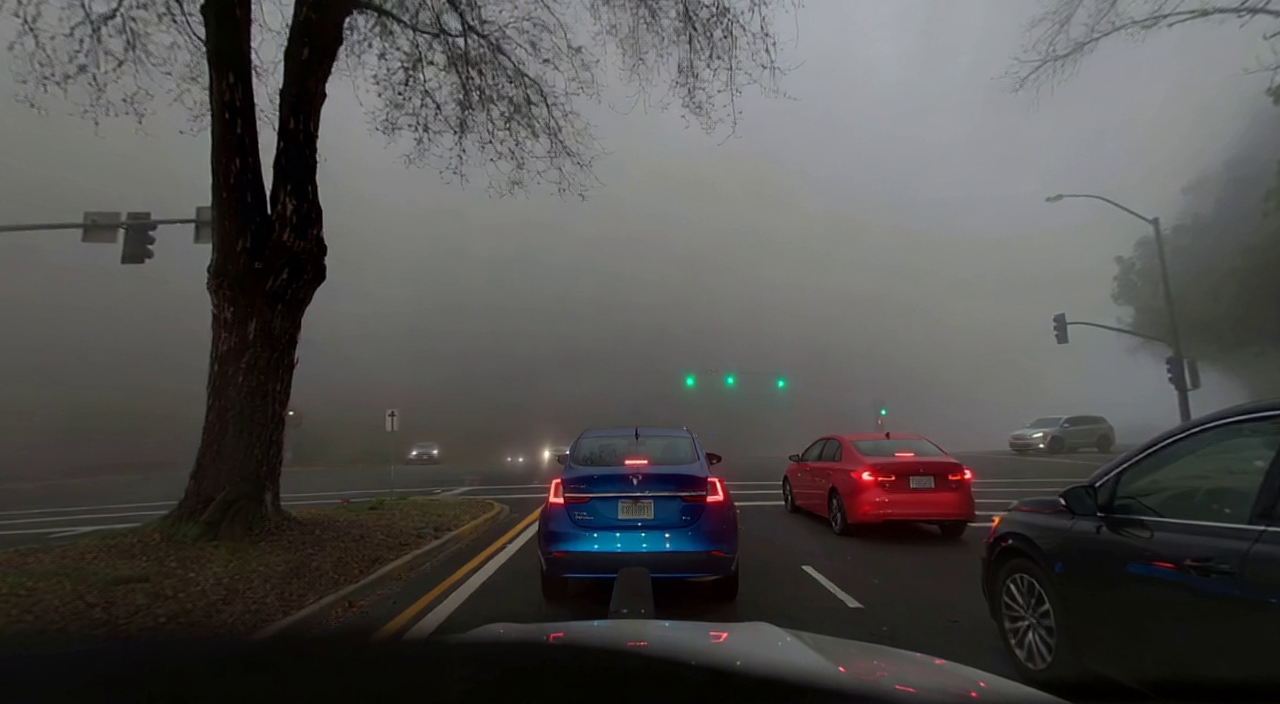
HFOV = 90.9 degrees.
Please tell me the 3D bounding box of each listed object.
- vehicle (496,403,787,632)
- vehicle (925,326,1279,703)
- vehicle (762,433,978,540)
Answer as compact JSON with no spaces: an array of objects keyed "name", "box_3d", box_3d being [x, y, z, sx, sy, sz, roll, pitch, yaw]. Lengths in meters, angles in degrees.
[{"name":"vehicle","box_3d":[-0.001,1.476,6.498,2.074,1.631,3.793,0,-9,0]},{"name":"vehicle","box_3d":[3.740,0.934,3.422,2.162,1.829,4.519,0,-9,-1]},{"name":"vehicle","box_3d":[3.709,2.259,11.294,2.054,1.482,4.654,0,-9,-1]}]
